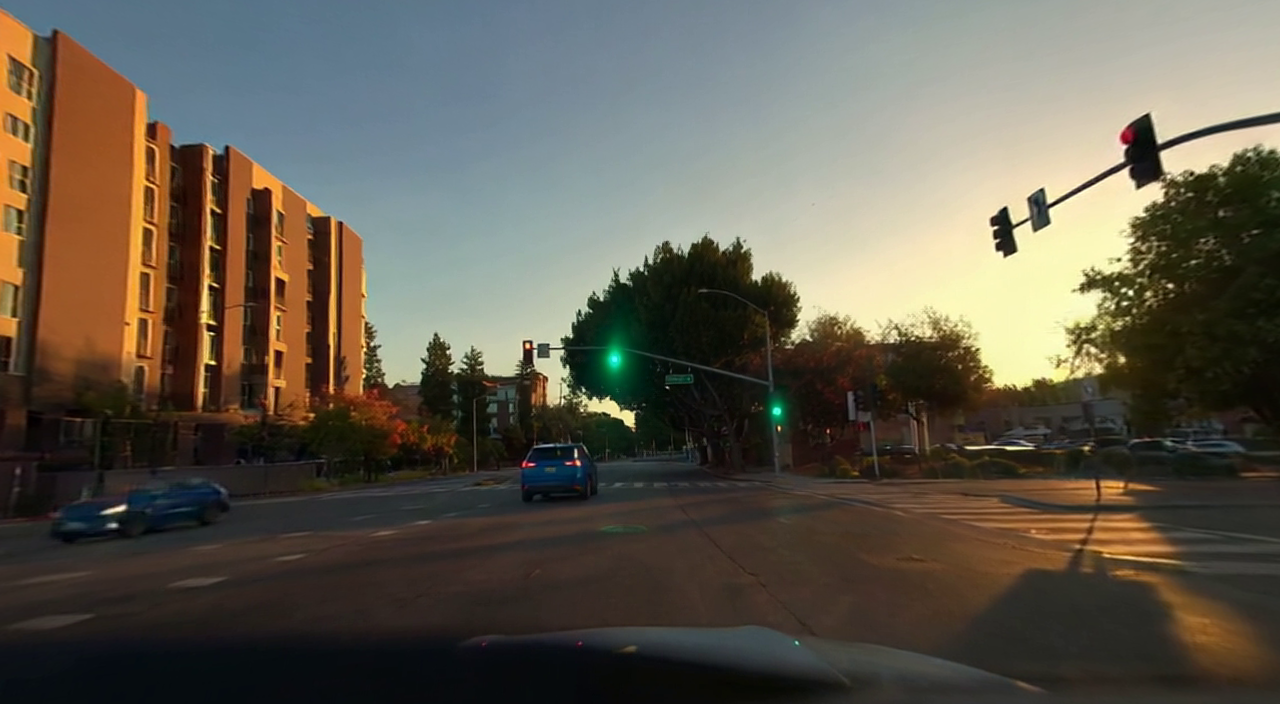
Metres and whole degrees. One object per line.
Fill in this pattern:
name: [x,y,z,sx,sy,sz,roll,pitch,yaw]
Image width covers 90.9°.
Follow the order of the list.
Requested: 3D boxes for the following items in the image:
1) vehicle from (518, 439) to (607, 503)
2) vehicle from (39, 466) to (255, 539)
vehicle: [-2.319,3.716,20.202,2.123,1.799,4.425,-1,-8,2]
vehicle: [-12.429,3.776,16.357,1.980,1.452,4.318,-1,-8,2]
